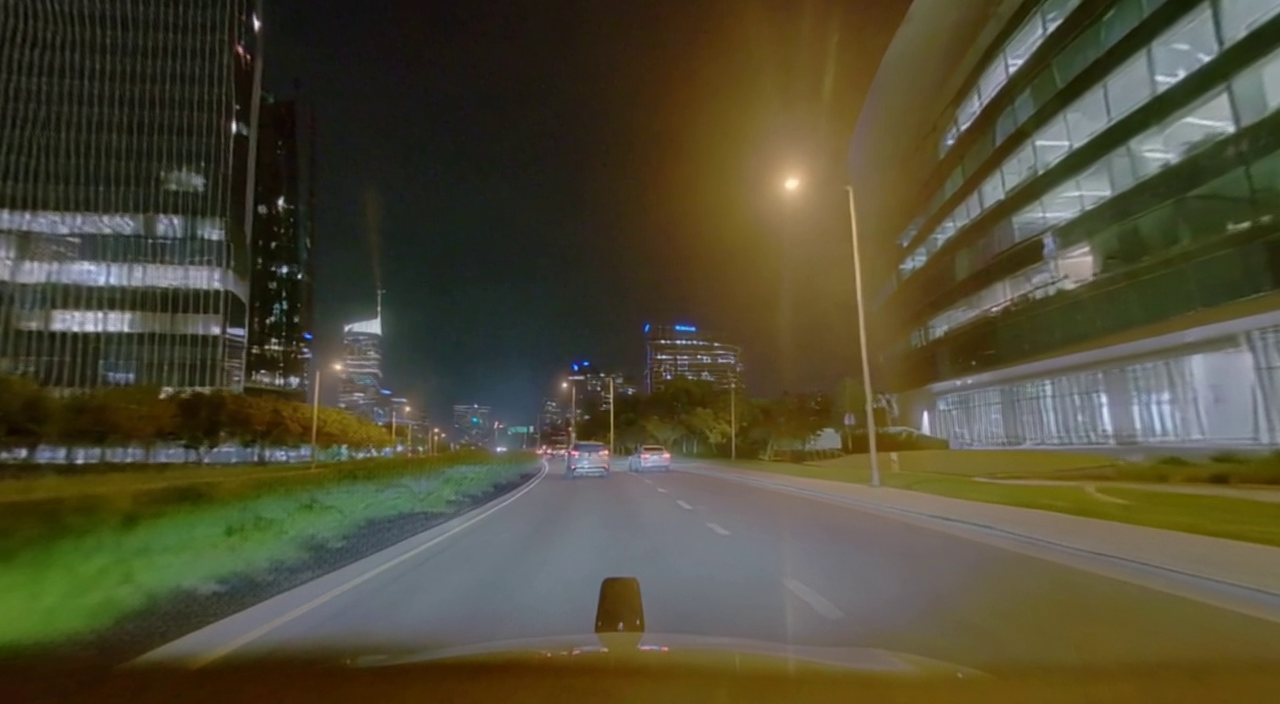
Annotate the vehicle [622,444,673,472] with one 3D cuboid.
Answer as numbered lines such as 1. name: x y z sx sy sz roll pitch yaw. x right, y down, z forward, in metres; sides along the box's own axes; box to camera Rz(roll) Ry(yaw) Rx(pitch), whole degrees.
1. vehicle: 0.357 6.125 36.500 2.116 1.506 4.355 2 -9 -11

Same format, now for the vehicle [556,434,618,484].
1. vehicle: -2.073 4.147 24.611 2.173 1.761 4.374 1 -9 -5
